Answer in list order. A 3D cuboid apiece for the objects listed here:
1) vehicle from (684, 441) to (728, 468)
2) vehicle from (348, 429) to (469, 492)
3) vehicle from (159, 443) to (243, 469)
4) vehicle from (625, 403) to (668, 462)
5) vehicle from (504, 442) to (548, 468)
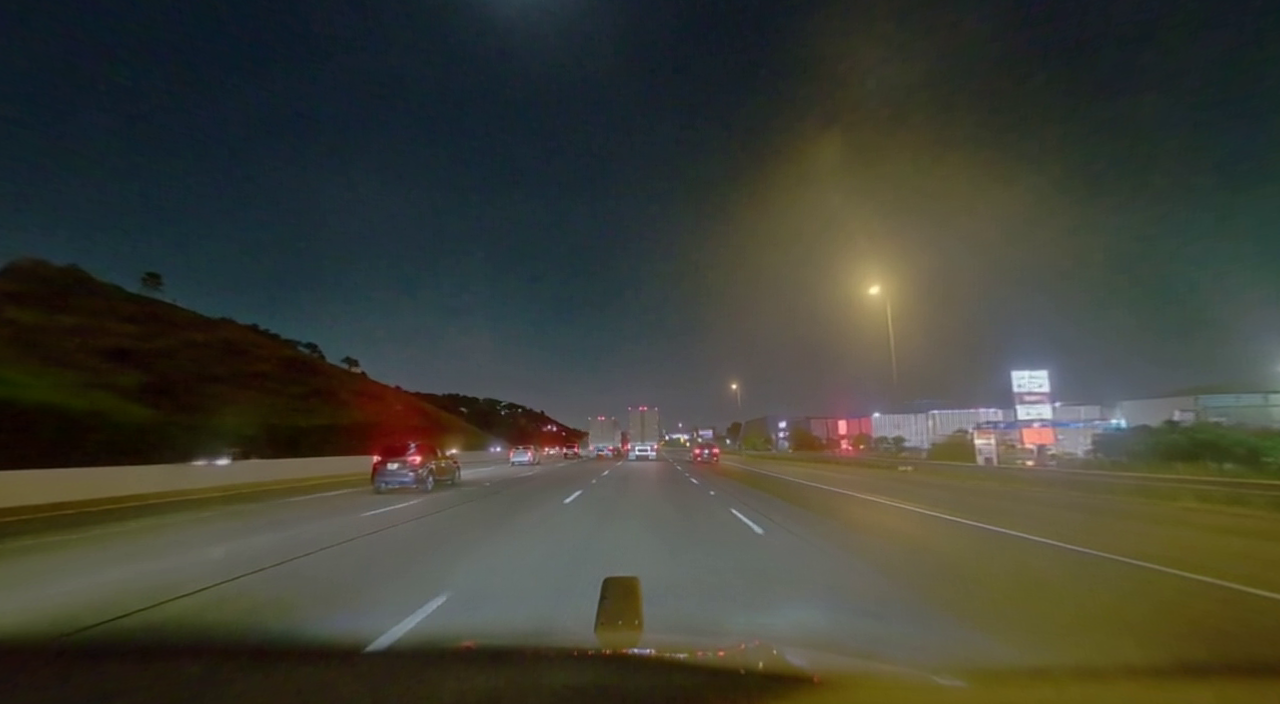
[{"bbox_3d":[3.703,5.834,36.177,2.006,1.452,4.246,0,-9,-1],"label":"vehicle"},{"bbox_3d":[-7.209,3.427,20.224,2.122,1.754,4.379,0,-9,1],"label":"vehicle"},{"bbox_3d":[-32.762,7.785,47.384,2.109,1.753,5.778,0,-9,0],"label":"vehicle"},{"bbox_3d":[0.377,6.382,49.222,2.969,4.104,10.906,0,-9,-1],"label":"vehicle"},{"bbox_3d":[-7.035,6.407,39.458,1.891,1.460,4.506,0,-9,0],"label":"vehicle"}]
